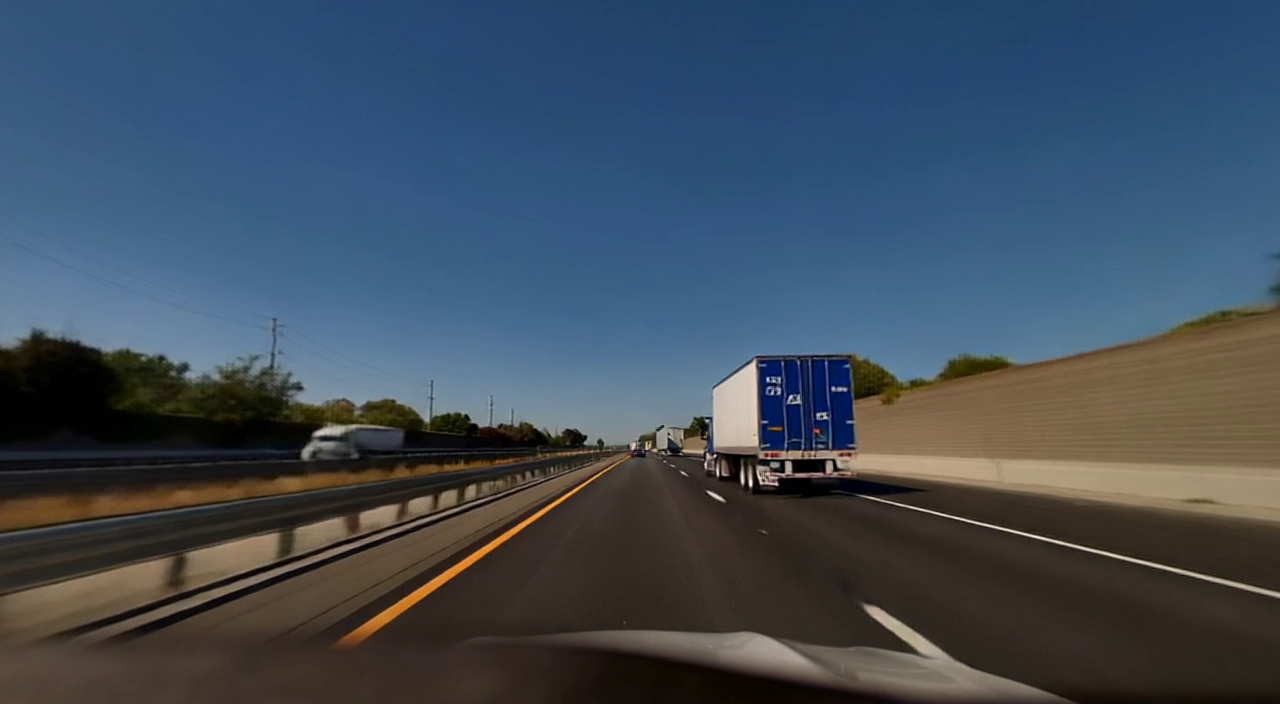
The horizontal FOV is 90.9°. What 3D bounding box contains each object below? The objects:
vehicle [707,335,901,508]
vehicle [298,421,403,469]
[{"bbox_3d":[4.044,2.257,18.686,3.107,3.718,10.231,0,-9,1],"label":"vehicle"},{"bbox_3d":[-12.530,4.120,27.743,2.066,1.908,5.294,0,-9,0],"label":"vehicle"}]
